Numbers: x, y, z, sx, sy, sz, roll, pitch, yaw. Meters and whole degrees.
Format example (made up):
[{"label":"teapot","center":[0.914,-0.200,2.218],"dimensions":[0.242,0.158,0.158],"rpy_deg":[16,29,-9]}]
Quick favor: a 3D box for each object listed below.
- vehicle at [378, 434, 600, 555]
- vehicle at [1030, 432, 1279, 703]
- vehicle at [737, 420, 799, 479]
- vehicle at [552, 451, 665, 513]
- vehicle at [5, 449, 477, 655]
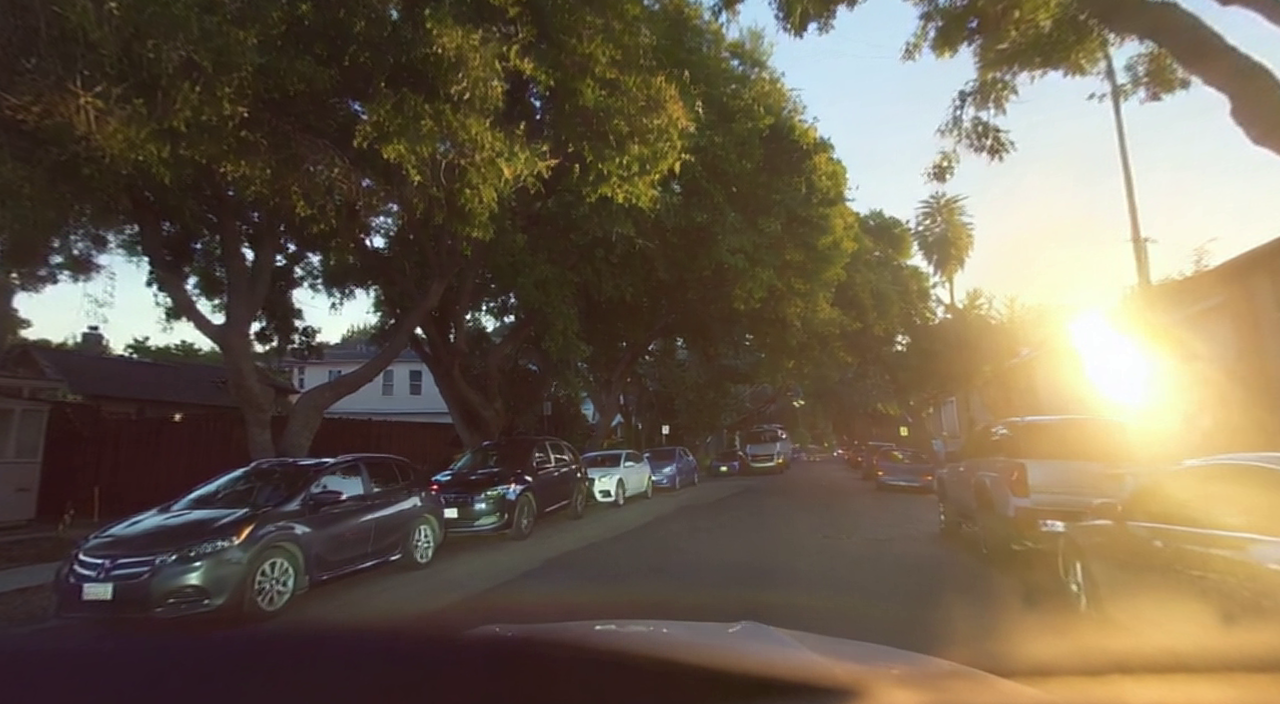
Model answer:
[{"label":"vehicle","center":[-2.549,2.557,12.322],"dimensions":[2.203,1.815,4.972],"rpy_deg":[-2,-9,12]},{"label":"vehicle","center":[4.105,1.180,3.422],"dimensions":[1.992,1.456,4.610],"rpy_deg":[-2,-9,14]},{"label":"vehicle","center":[7.209,5.358,34.839],"dimensions":[2.716,2.887,6.781],"rpy_deg":[-2,-9,16]},{"label":"vehicle","center":[-0.740,3.648,18.310],"dimensions":[1.861,1.474,4.749],"rpy_deg":[-2,-9,15]},{"label":"vehicle","center":[-3.784,1.875,7.187],"dimensions":[1.855,1.510,4.406],"rpy_deg":[-2,-9,13]}]
